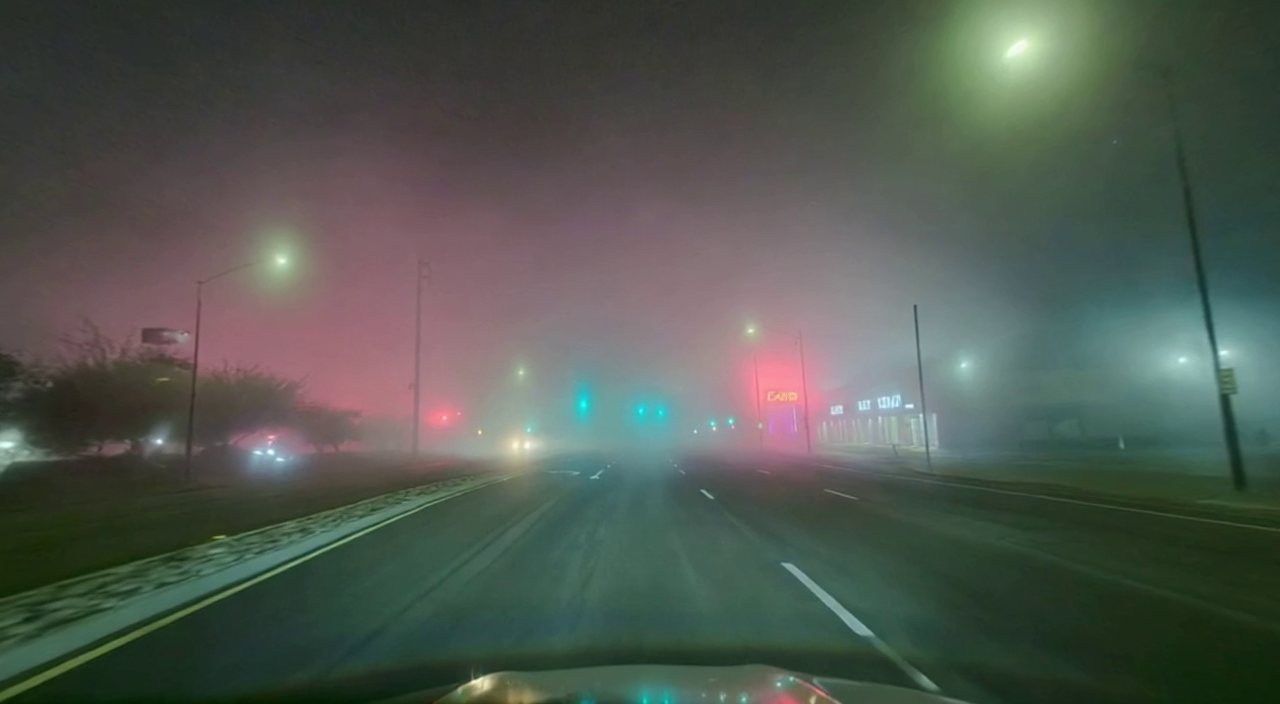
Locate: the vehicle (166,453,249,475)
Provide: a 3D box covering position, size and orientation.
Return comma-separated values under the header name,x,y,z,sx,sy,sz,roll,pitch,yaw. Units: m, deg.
name,x,y,z,sx,sy,sz,roll,pitch,yaw
vehicle,-29.854,7.734,43.561,4.417,1.449,1.887,0,-8,3
